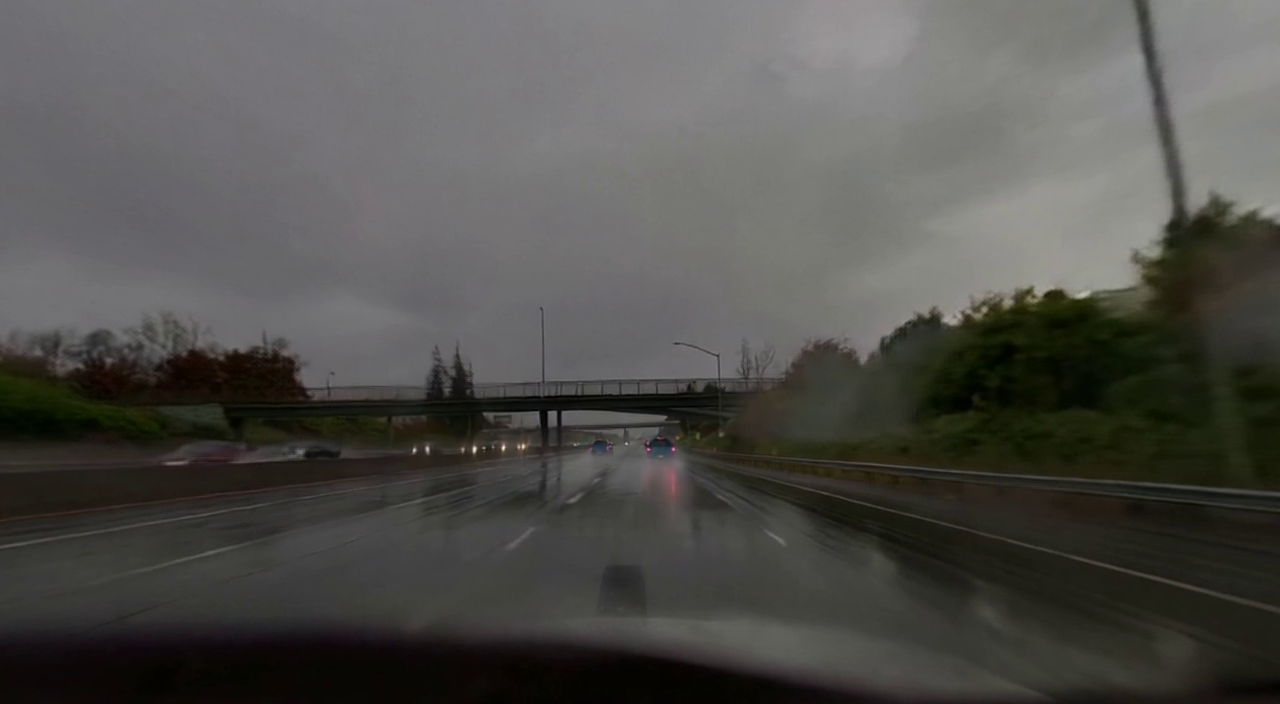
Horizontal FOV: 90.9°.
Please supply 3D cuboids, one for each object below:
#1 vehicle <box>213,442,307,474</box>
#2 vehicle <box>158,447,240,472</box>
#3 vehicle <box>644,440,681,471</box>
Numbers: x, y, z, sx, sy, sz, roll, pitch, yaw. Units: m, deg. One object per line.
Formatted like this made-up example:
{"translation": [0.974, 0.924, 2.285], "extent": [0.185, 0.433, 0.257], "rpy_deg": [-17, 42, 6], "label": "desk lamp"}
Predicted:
{"translation": [-19.968, 5.567, 33.398], "extent": [2.113, 1.559, 4.495], "rpy_deg": [0, -8, 1], "label": "vehicle"}
{"translation": [-26.574, 6.458, 38.197], "extent": [1.842, 1.430, 4.330], "rpy_deg": [0, -8, 1], "label": "vehicle"}
{"translation": [1.259, 5.929, 36.500], "extent": [2.010, 1.637, 4.940], "rpy_deg": [0, -8, 1], "label": "vehicle"}
